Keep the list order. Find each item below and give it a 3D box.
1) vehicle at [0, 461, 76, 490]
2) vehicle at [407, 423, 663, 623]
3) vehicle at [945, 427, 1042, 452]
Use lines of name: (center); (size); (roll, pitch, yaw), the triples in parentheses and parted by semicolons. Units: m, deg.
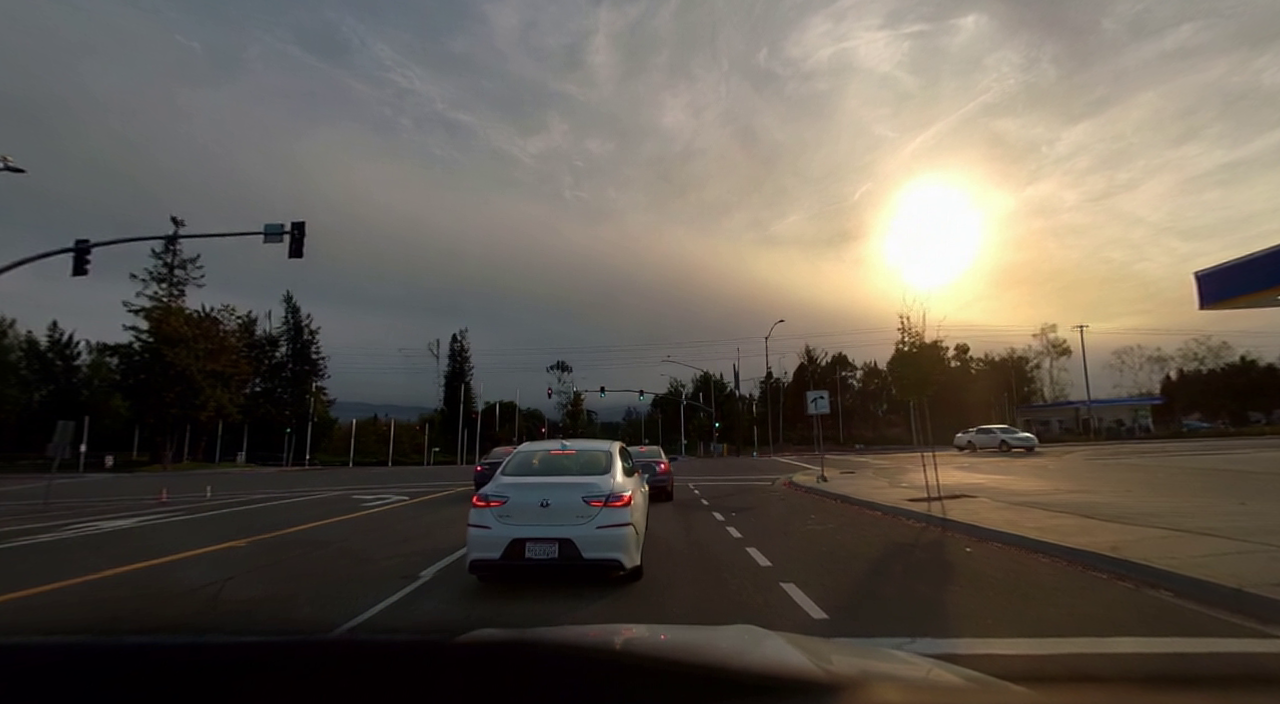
vehicle: (-35.336, 6.994, 35.964); (1.796, 1.440, 4.802); (-1, -8, 4)
vehicle: (-0.741, 1.650, 7.165); (1.916, 1.510, 4.447); (-1, -8, 3)
vehicle: (22.169, 5.522, 39.749); (4.874, 1.502, 2.048); (0, -8, 0)
